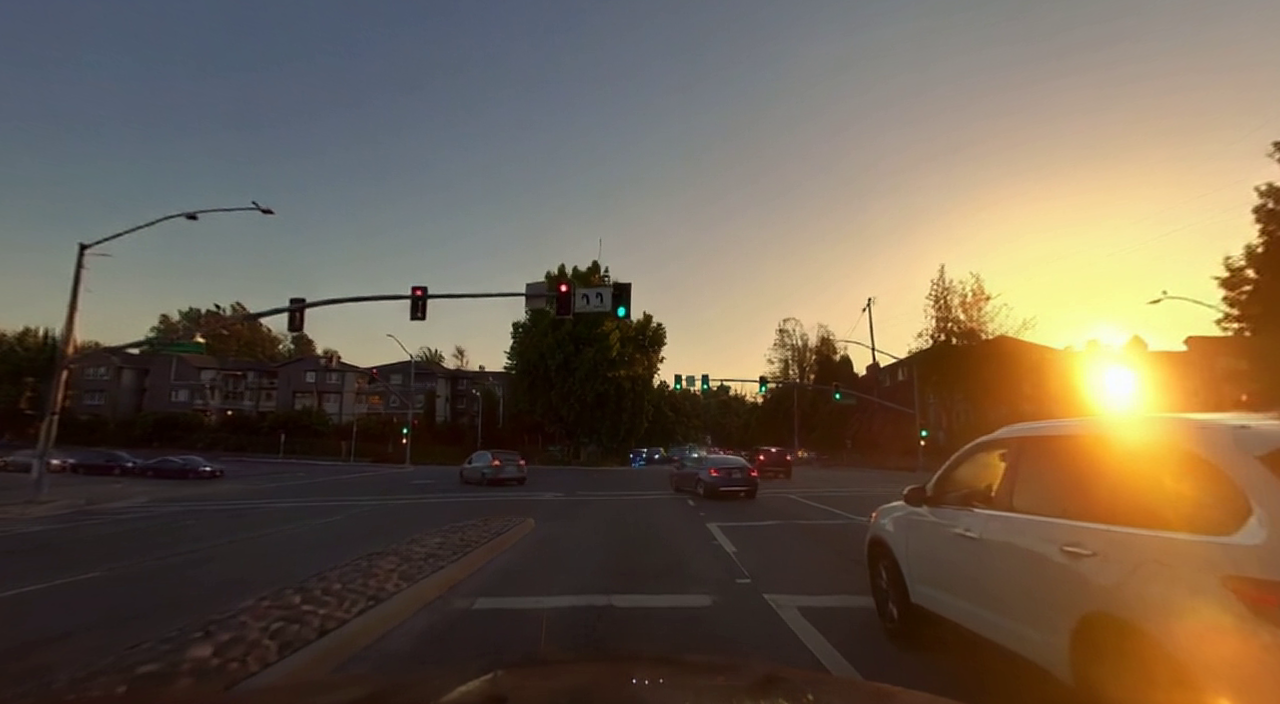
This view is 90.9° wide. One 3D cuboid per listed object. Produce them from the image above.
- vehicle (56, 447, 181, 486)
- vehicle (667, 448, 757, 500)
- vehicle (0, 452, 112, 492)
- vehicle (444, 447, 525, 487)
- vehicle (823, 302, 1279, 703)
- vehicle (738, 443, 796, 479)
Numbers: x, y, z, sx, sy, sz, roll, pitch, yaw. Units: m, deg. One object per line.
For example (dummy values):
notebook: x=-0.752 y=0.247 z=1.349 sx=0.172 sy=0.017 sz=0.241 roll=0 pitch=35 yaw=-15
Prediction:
vehicle: x=-27.769 y=6.104 z=33.693 sx=4.689 sy=1.734 sz=2.034 roll=3 pitch=-8 yaw=-1
vehicle: x=2.222 y=3.924 z=20.806 sx=2.009 sy=1.480 sz=4.423 roll=1 pitch=-9 yaw=-7
vehicle: x=-26.271 y=5.174 z=27.387 sx=4.724 sy=1.630 sz=1.968 roll=0 pitch=-9 yaw=-3
vehicle: x=-7.320 y=5.300 z=29.493 sx=2.099 sy=1.705 sz=4.020 roll=7 pitch=-11 yaw=-38
vehicle: x=2.776 y=0.983 z=3.330 sx=2.115 sy=1.737 sz=4.642 roll=0 pitch=-9 yaw=-1
vehicle: x=6.862 y=5.955 z=34.673 sx=2.105 sy=1.830 sz=4.610 roll=0 pitch=-9 yaw=-1
